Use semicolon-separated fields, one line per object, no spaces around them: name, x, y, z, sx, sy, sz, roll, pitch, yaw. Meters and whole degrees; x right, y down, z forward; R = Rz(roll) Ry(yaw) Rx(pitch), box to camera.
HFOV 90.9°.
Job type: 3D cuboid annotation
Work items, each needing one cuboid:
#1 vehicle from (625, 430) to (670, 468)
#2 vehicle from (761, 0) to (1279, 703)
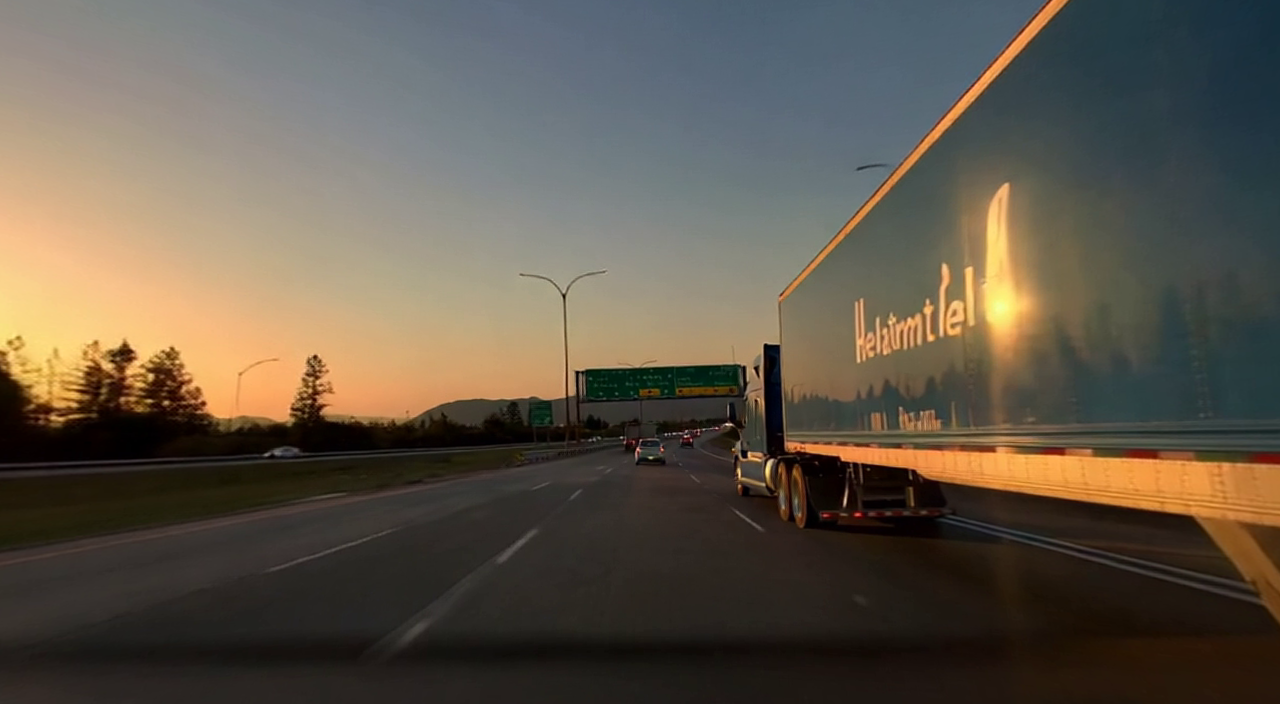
vehicle;0.362;5.112;33.388;2.205;1.860;4.301;0;-8;0
vehicle;3.980;0.038;5.274;3.019;4.145;16.453;0;-8;1
